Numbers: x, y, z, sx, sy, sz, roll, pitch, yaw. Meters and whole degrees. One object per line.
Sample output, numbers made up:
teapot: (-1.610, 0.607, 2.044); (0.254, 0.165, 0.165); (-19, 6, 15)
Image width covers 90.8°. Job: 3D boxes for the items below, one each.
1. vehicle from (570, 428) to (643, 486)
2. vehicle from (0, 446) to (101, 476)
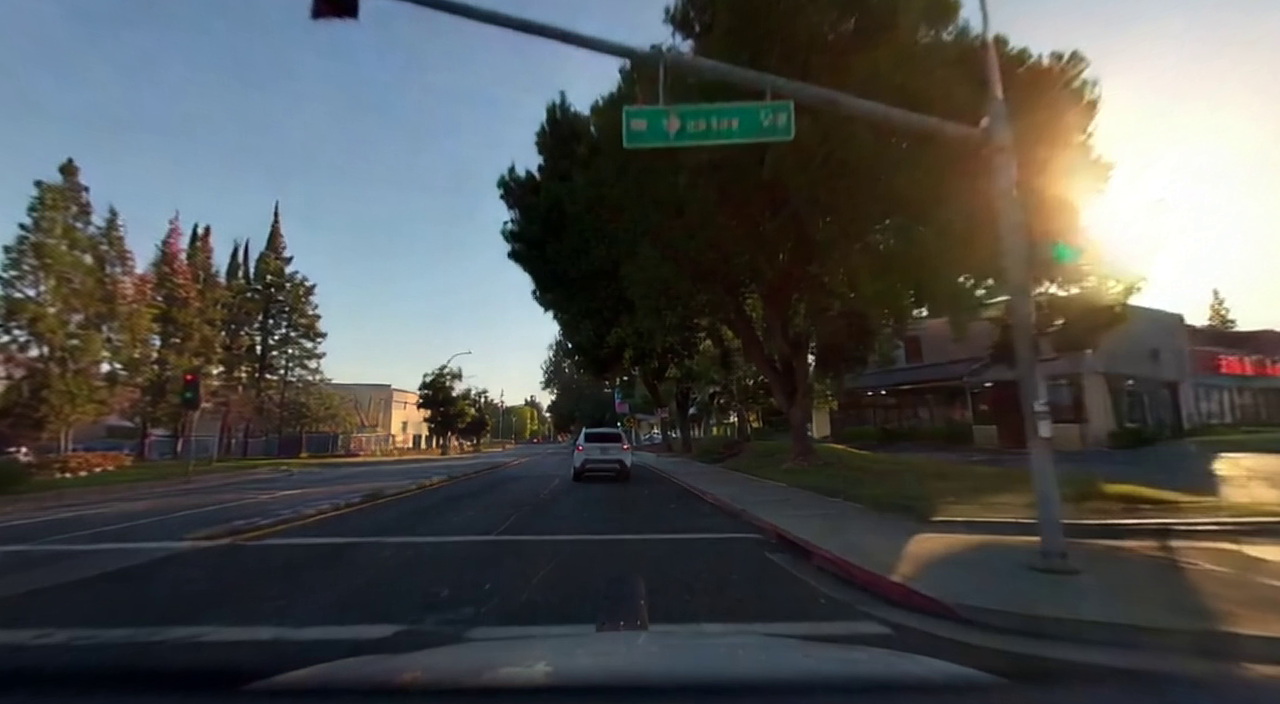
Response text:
vehicle: (-1.106, 3.488, 21.298); (2.227, 1.733, 3.930); (0, -8, -3)
vehicle: (-34.581, 6.330, 36.782); (4.369, 1.669, 2.018); (0, -8, -4)
